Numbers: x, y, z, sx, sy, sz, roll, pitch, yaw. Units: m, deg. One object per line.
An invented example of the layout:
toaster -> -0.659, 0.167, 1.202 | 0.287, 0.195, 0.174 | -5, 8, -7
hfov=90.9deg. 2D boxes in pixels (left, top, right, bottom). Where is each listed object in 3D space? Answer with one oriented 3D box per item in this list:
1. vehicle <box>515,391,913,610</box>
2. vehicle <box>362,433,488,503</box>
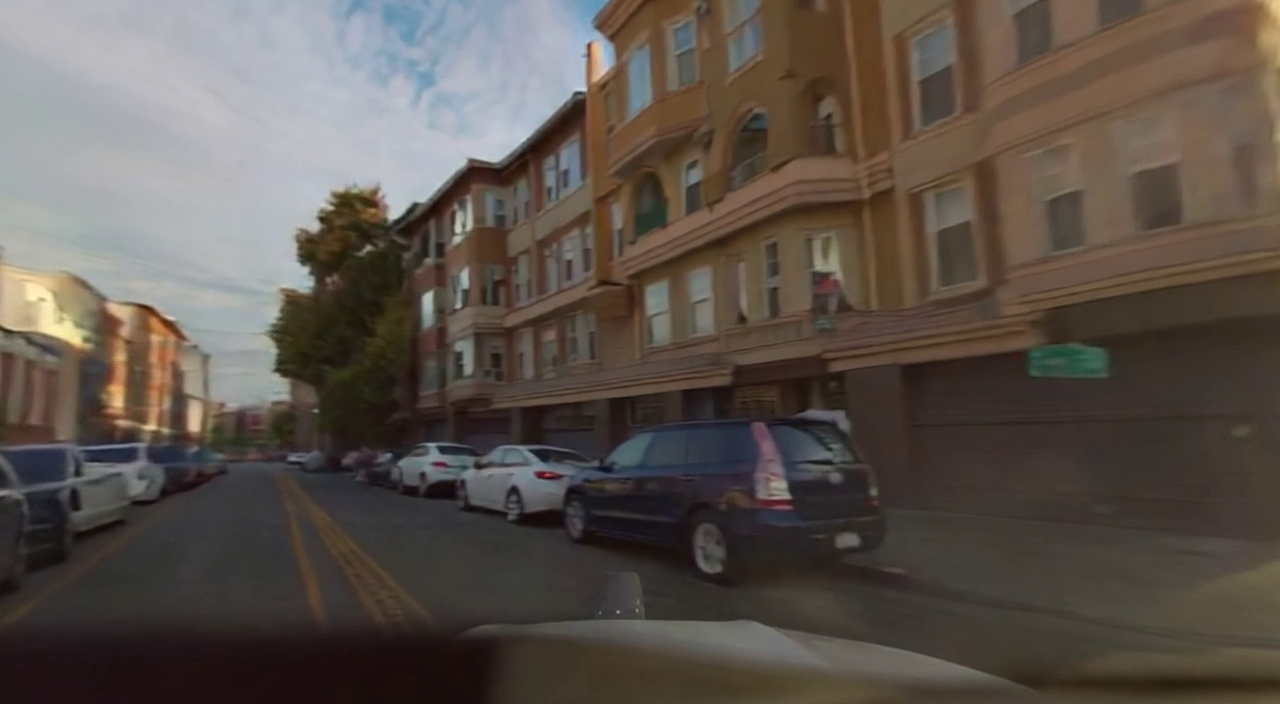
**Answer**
vehicle -> 0.394, 1.447, 7.297 | 2.025, 1.631, 4.679 | 5, -9, -32
vehicle -> -5.965, 3.028, 17.122 | 1.968, 1.595, 4.543 | 5, -9, -35
